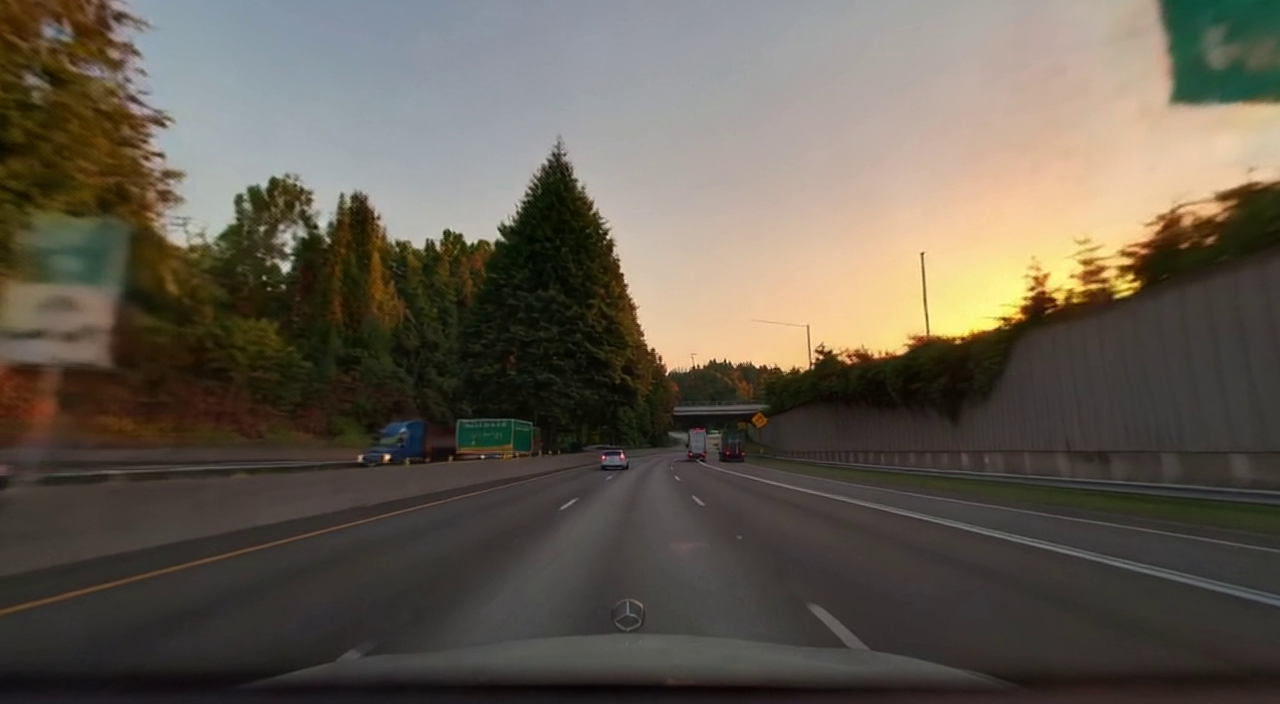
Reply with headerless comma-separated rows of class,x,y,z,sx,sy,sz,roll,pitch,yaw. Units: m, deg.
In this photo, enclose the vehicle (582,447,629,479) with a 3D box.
vehicle,-1.680,5.587,31.997,2.035,1.513,4.272,0,-9,1
